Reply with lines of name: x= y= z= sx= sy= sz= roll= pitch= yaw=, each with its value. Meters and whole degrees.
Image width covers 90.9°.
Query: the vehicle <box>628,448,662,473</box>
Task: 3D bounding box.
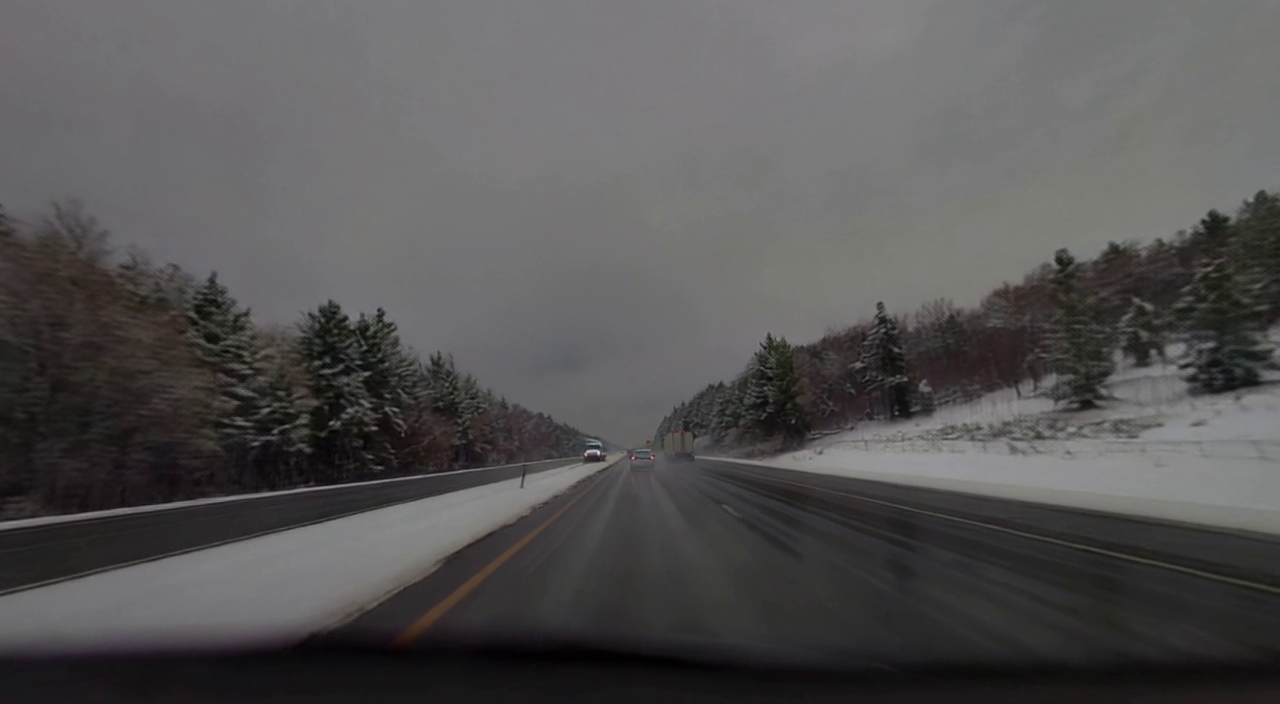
vehicle: x=0.286 y=6.447 z=37.507 sx=1.926 sy=1.386 sz=3.615 roll=0 pitch=-9 yaw=0
